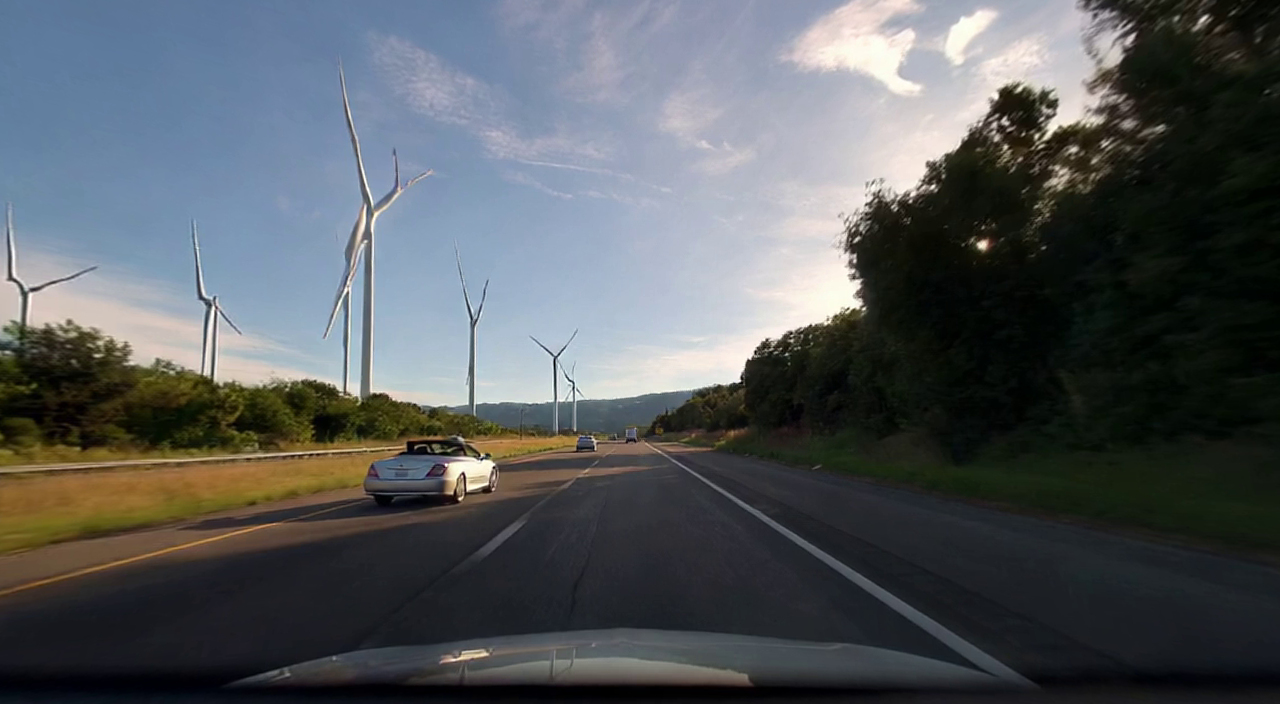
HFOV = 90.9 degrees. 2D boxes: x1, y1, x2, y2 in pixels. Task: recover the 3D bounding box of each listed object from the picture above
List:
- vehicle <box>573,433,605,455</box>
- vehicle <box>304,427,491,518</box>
[{"bbox_3d":[-3.538,6.399,44.123,2.024,1.456,3.754,0,-8,-1],"label":"vehicle"},{"bbox_3d":[-4.324,2.187,12.069,1.969,1.413,4.194,0,-8,-1],"label":"vehicle"}]
